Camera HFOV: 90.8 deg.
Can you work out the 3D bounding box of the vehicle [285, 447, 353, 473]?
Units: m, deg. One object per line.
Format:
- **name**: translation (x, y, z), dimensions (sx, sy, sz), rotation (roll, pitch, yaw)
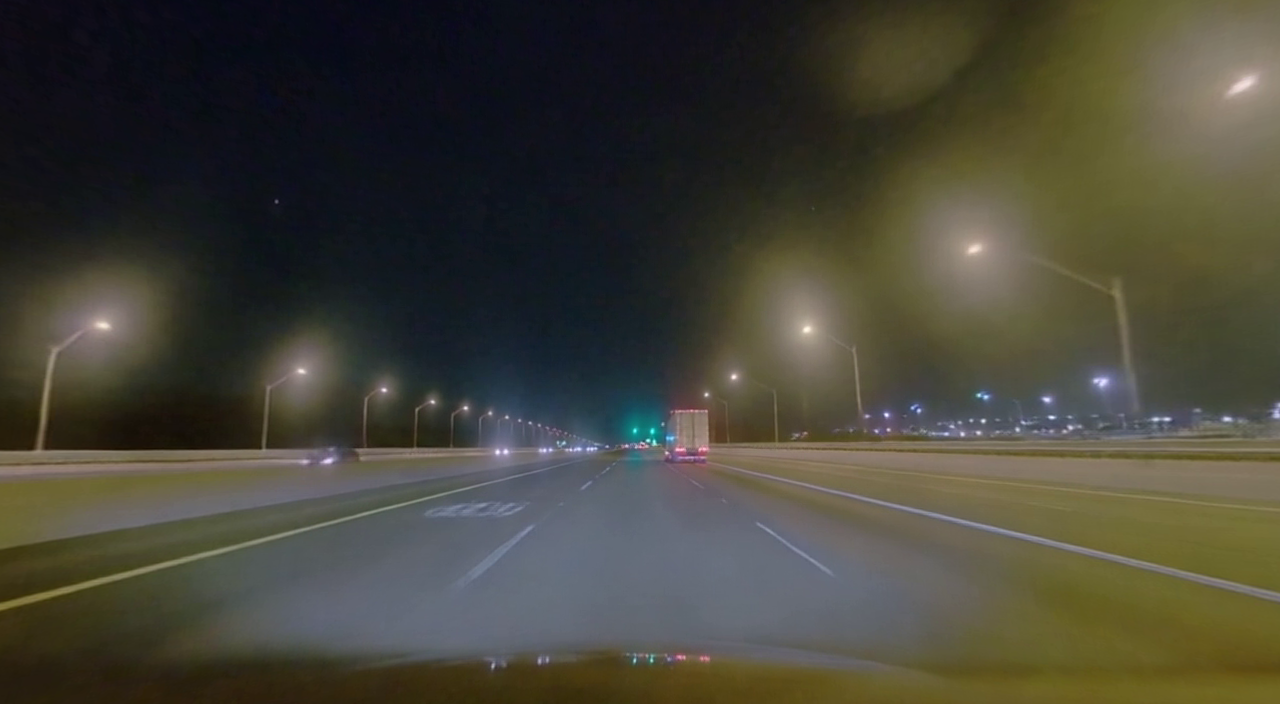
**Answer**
- **vehicle**: translation (-19.282, 6.465, 38.179), dimensions (1.798, 1.453, 4.393), rotation (0, -9, 0)
